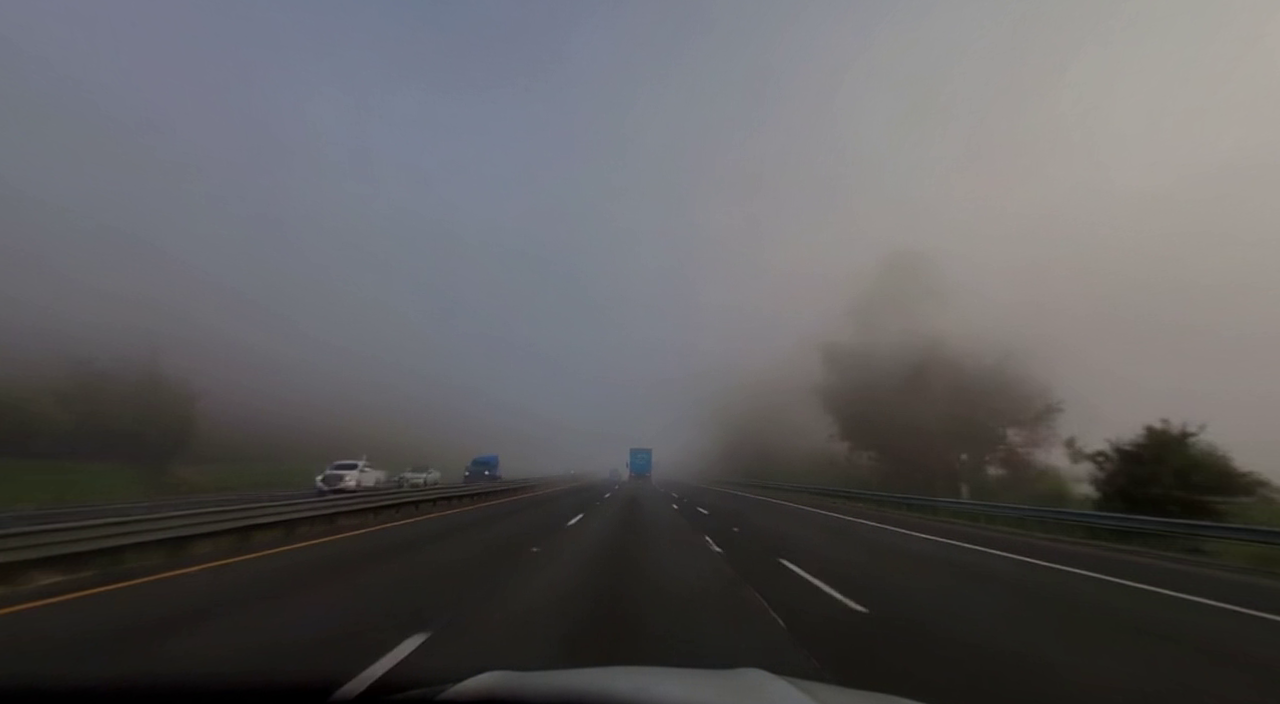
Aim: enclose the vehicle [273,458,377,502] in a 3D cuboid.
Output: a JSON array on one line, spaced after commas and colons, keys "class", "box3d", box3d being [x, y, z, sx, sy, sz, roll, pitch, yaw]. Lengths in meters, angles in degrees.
[{"class": "vehicle", "box3d": [-12.856, 5.275, 26.076, 2.058, 1.622, 4.181, 1, -11, 1]}]
